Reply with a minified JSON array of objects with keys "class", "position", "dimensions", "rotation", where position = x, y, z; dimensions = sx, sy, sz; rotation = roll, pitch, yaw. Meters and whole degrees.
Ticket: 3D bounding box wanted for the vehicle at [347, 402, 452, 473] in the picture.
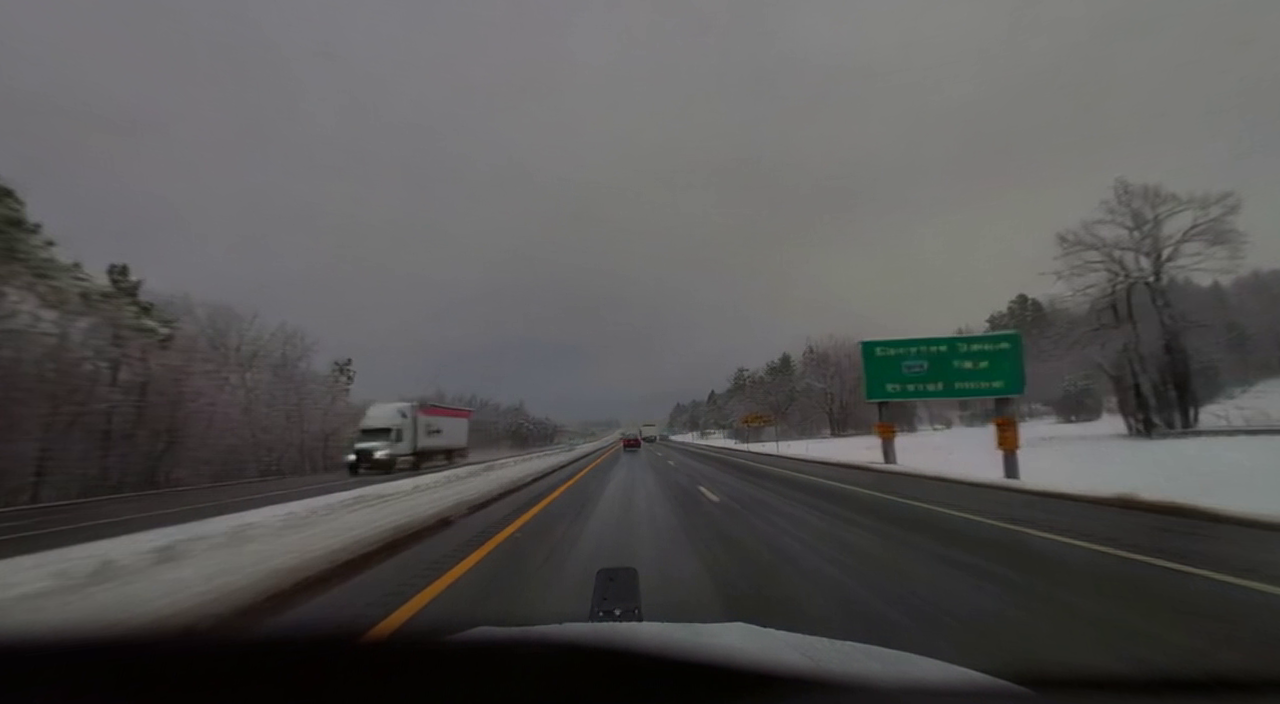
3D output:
[{"class":"vehicle","position":[-12.477,4.527,33.439],"dimensions":[2.770,3.343,7.147],"rotation":[0,-8,-1]}]
